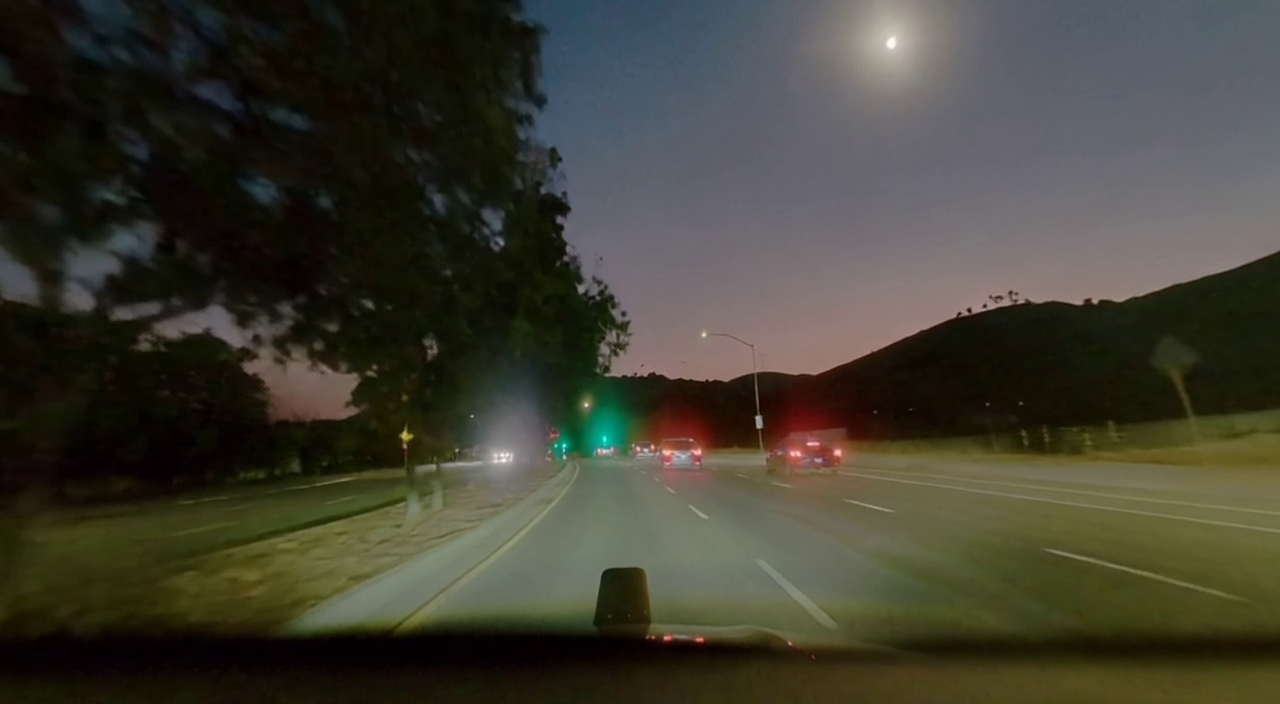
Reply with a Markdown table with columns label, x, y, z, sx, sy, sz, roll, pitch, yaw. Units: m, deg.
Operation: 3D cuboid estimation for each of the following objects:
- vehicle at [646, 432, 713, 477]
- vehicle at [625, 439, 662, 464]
| label | x | y | z | sx | sy | sz | roll | pitch | yaw |
| --- | --- | --- | --- | --- | --- | --- | --- | --- | --- |
| vehicle | 1.617 | 4.441 | 27.436 | 2.253 | 1.756 | 4.313 | 0 | -9 | -5 |
| vehicle | 0.215 | 7.577 | 48.285 | 2.210 | 1.788 | 4.293 | 1 | -9 | -8 |
